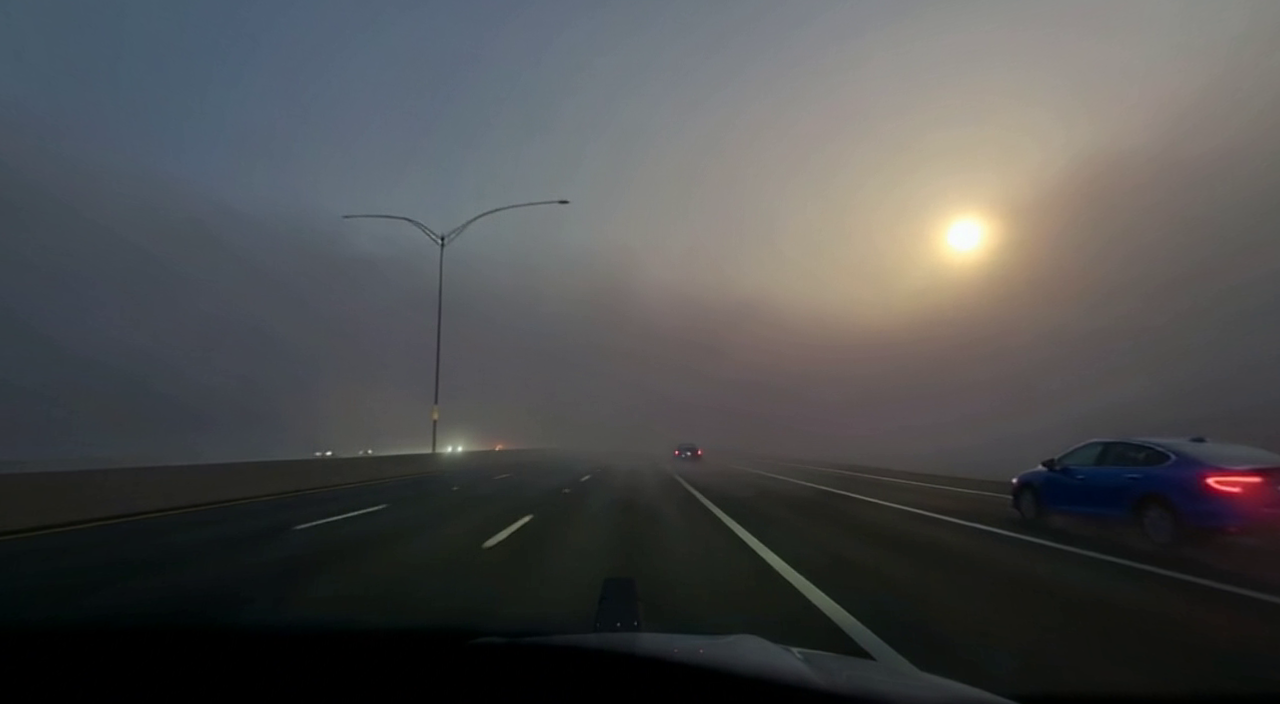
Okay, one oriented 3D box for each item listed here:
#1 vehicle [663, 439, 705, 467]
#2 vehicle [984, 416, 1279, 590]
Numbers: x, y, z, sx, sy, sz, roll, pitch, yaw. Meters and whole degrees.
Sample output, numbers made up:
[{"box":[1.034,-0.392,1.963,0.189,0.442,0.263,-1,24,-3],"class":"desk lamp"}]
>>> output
[{"box":[2.691,6.294,39.421,2.270,1.615,3.770,0,-8,-1],"class":"vehicle"},{"box":[6.765,1.650,7.734,2.227,1.522,5.041,0,-8,0],"class":"vehicle"}]
